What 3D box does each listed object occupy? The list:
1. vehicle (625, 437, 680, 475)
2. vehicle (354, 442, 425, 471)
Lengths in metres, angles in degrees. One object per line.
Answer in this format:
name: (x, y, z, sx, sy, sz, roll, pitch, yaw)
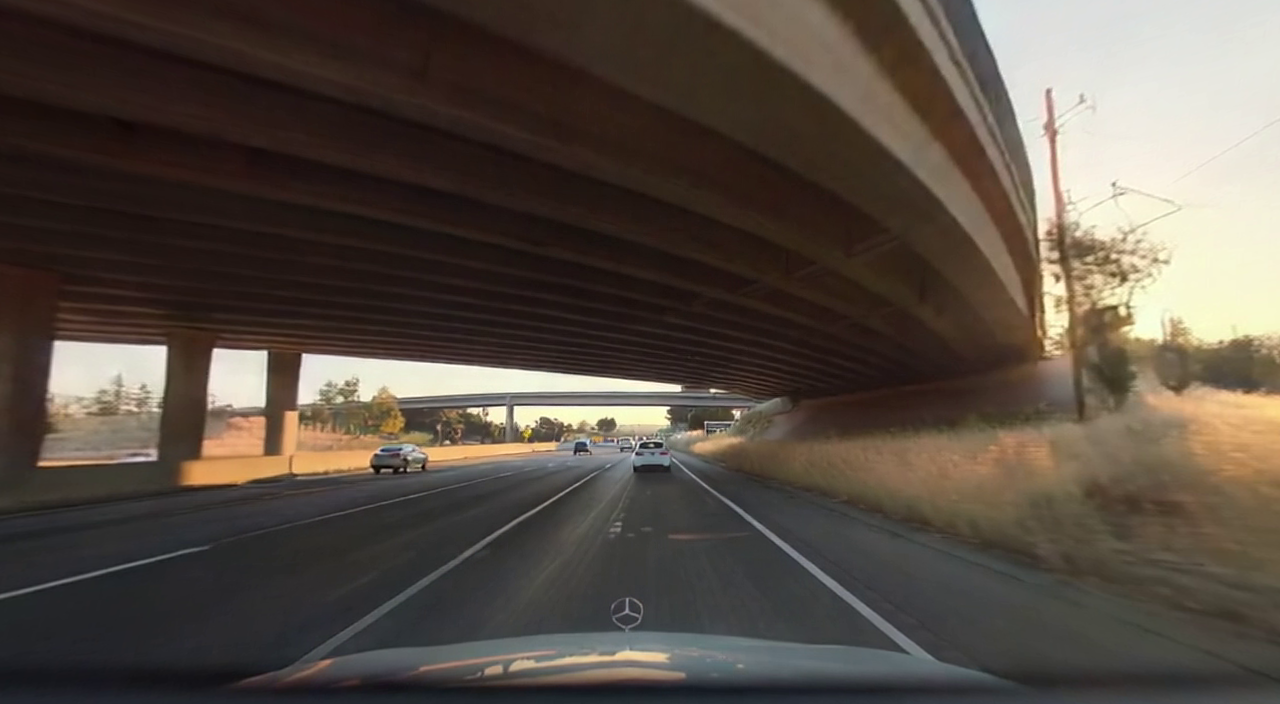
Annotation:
vehicle: (0.488, 4.366, 26.685, 2.145, 1.493, 4.146, 0, -8, 0)
vehicle: (-14.053, 5.883, 35.752, 1.960, 1.505, 4.854, 0, -8, 1)
